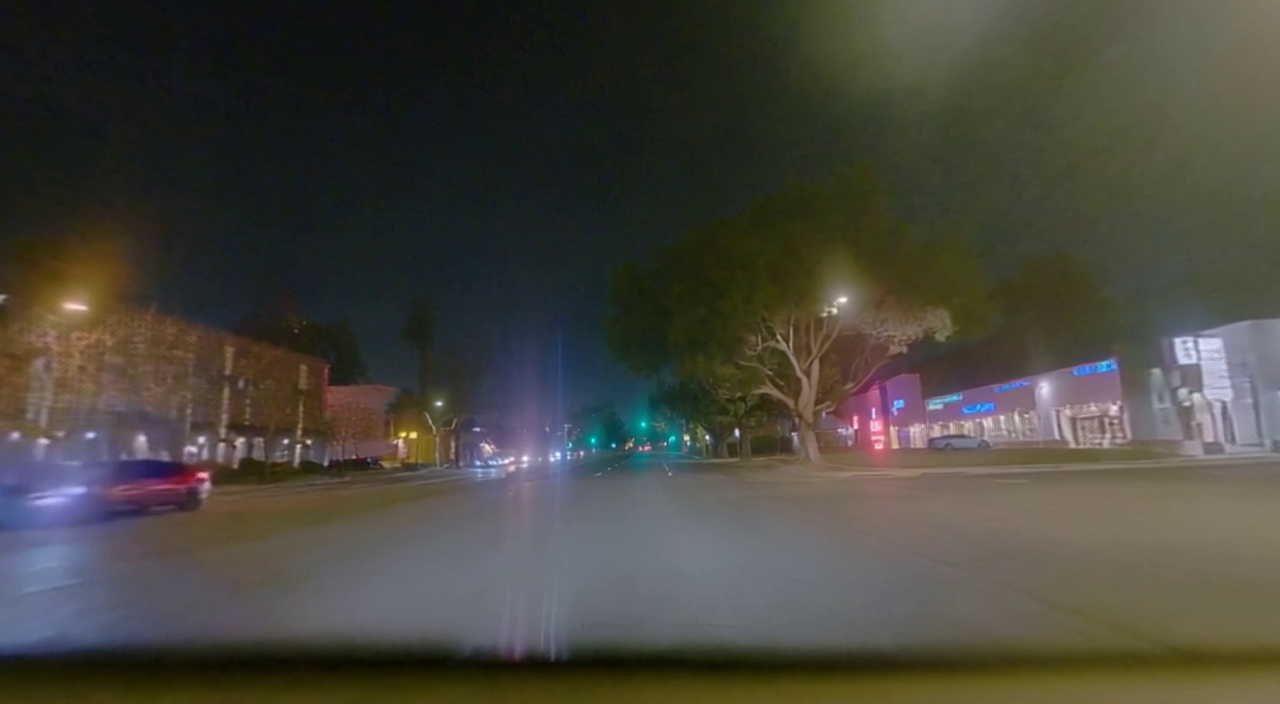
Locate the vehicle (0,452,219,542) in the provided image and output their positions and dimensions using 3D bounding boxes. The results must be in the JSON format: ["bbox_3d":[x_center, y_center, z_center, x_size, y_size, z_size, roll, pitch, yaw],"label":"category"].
[{"bbox_3d":[-11.725,2.990,13.628,2.033,1.497,4.567,-2,-8,1],"label":"vehicle"}]
